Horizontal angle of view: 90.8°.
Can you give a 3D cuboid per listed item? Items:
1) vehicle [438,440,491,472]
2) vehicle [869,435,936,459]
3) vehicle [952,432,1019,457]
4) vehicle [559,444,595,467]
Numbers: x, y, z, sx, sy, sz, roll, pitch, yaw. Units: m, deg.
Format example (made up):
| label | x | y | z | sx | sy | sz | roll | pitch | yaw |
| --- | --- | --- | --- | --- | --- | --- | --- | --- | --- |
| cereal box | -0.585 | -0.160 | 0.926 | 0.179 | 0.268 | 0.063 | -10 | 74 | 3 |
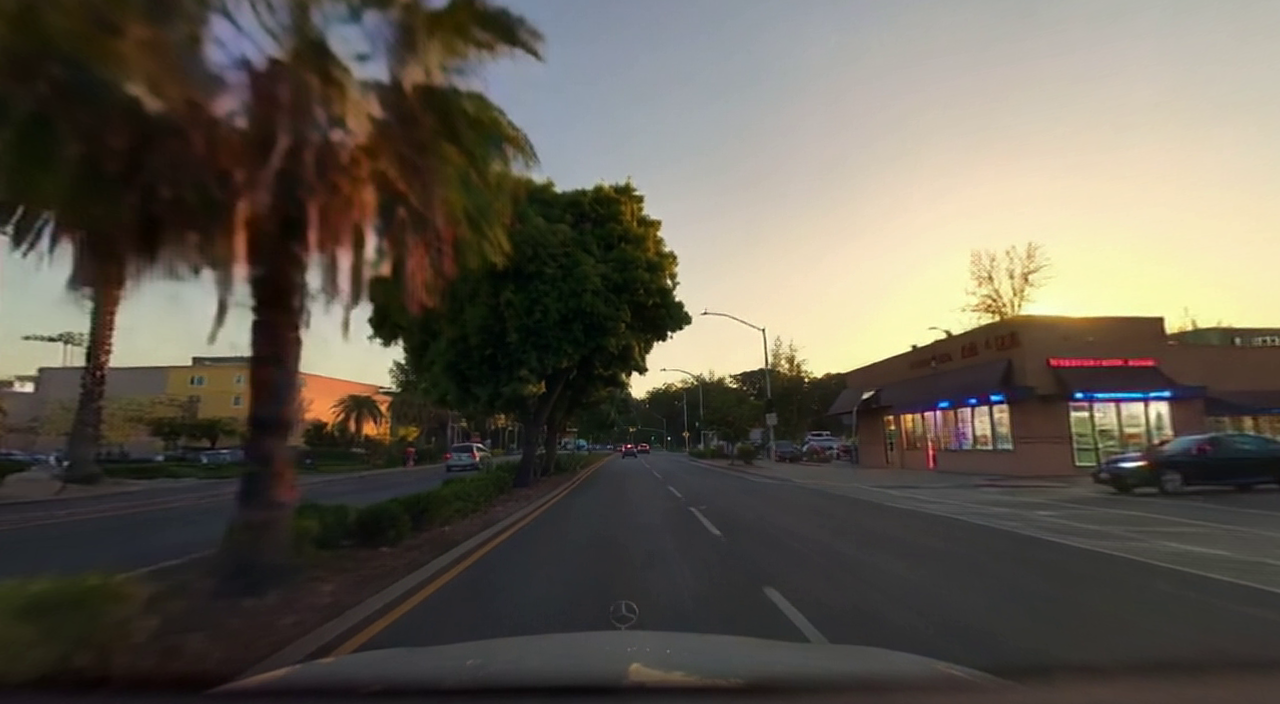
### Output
| label | x | y | z | sx | sy | sz | roll | pitch | yaw |
| --- | --- | --- | --- | --- | --- | --- | --- | --- | --- |
| vehicle | -10.391 | 6.206 | 37.765 | 2.022 | 1.746 | 4.406 | 0 | -9 | -1 |
| vehicle | 20.039 | 7.245 | 48.249 | 4.548 | 1.741 | 1.971 | -5 | -10 | 25 |
| vehicle | 26.409 | 7.086 | 48.476 | 4.294 | 1.705 | 2.233 | -6 | -10 | 25 |
| vehicle | -4.285 | 7.113 | 43.375 | 2.181 | 1.483 | 4.123 | 0 | -9 | -2 |
